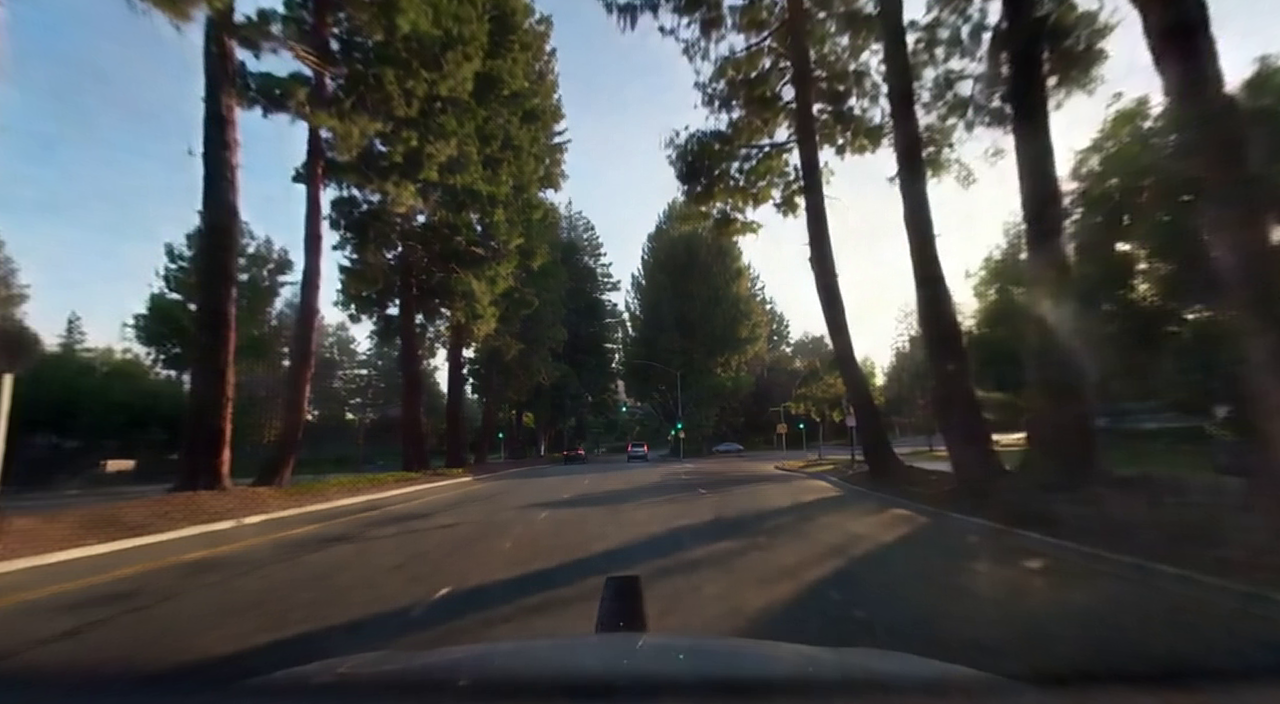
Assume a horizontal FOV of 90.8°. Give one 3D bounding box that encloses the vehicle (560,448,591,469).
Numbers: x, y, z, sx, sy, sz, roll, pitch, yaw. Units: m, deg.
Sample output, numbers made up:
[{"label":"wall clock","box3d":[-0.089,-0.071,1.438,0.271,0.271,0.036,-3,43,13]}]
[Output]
[{"label":"vehicle","box3d":[-4.476,7.416,44.270,1.674,1.408,4.141,0,-8,1]}]
